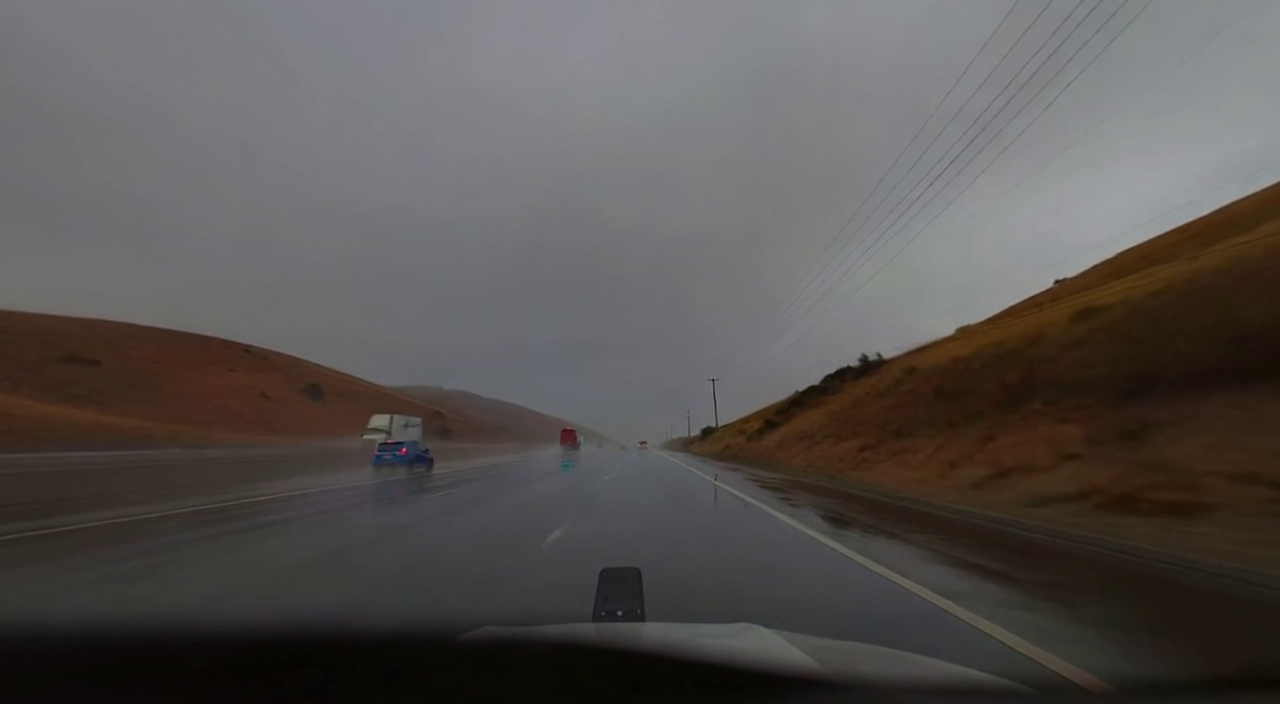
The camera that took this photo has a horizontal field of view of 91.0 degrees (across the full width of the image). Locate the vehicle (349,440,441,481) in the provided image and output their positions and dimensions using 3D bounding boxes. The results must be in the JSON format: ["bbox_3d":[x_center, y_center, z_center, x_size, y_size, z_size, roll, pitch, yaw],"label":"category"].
[{"bbox_3d":[-10.349,4.607,27.057,1.971,1.558,4.847,0,-8,0],"label":"vehicle"}]
